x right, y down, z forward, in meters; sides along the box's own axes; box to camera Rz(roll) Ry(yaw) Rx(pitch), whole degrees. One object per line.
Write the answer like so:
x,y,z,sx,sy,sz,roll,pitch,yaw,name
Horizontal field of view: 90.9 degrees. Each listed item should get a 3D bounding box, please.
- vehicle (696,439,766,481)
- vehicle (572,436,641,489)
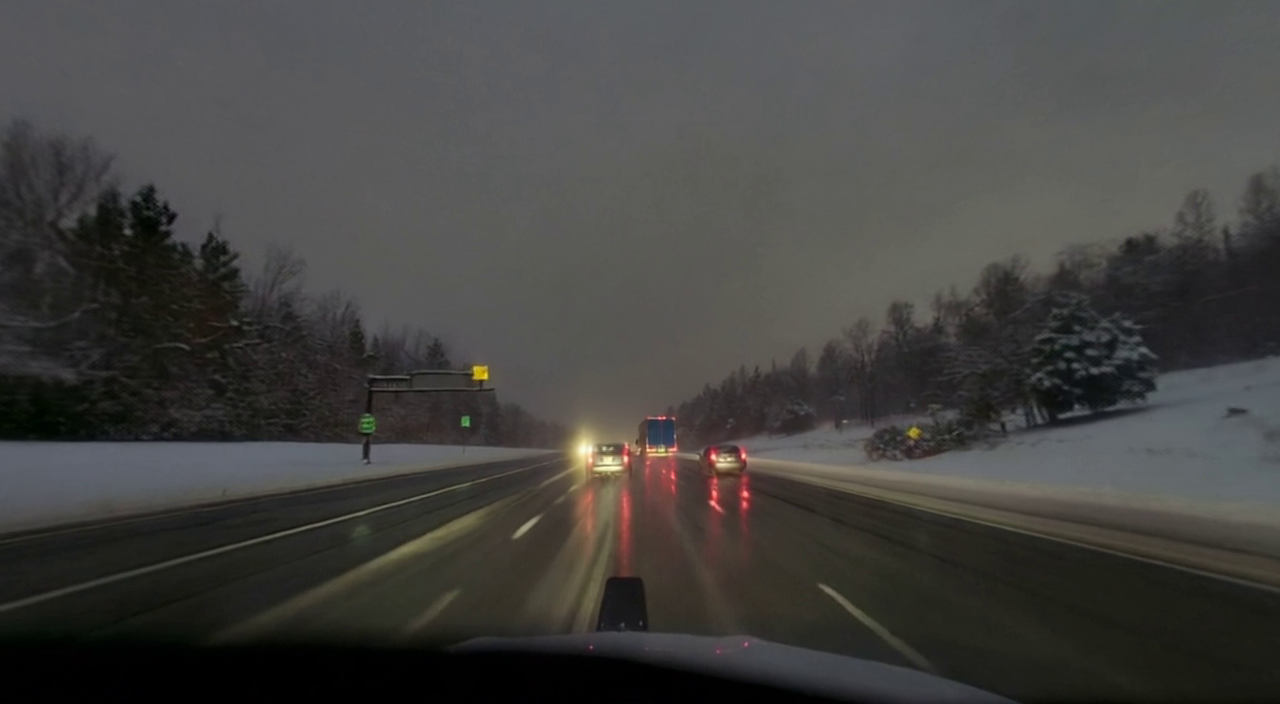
3.428,4.155,24.591,1.971,1.472,4.301,0,-9,-2,vehicle
-0.977,3.556,20.561,2.020,1.516,3.951,-1,-9,0,vehicle
